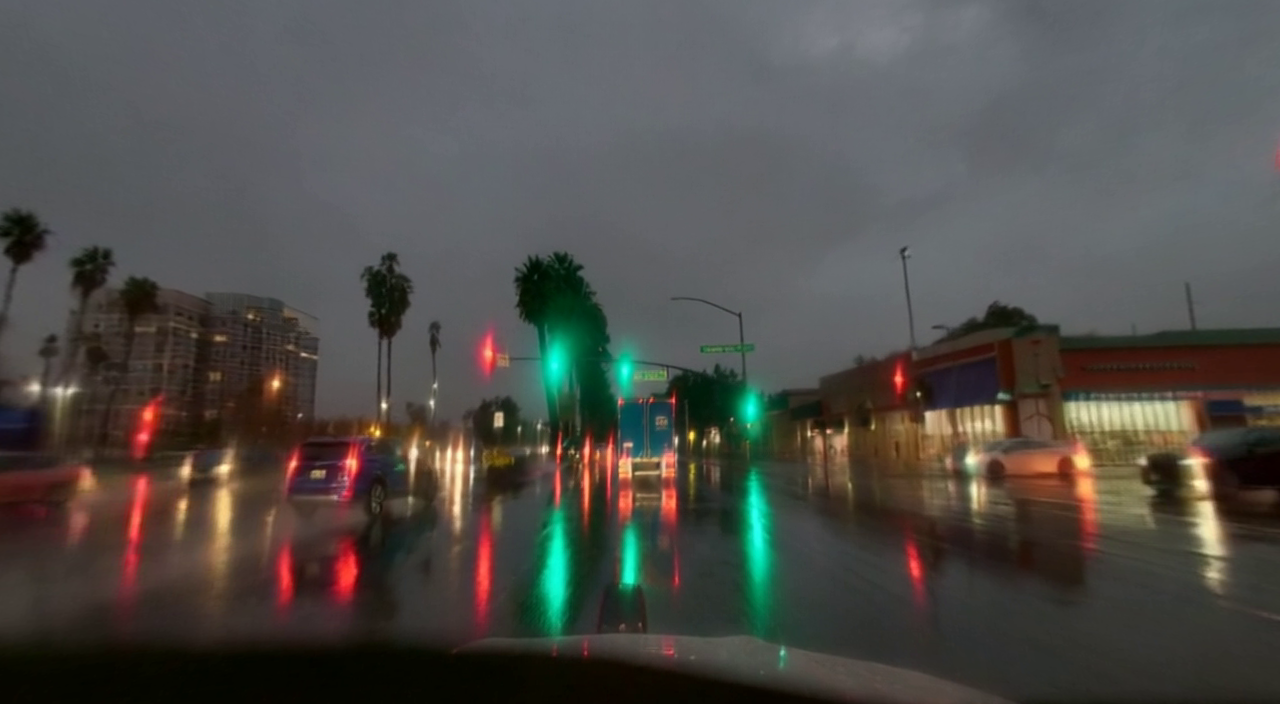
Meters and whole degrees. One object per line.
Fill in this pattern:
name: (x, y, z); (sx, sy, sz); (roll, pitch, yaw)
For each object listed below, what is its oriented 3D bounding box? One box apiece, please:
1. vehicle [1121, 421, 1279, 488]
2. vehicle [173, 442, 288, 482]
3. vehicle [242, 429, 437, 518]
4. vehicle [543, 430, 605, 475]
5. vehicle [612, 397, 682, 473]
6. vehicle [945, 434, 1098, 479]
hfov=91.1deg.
vehicle: (16.891, 2.847, 17.597); (5.039, 1.744, 2.043); (0, -8, 0)
vehicle: (-17.744, 4.764, 27.507); (1.922, 1.575, 4.620); (0, -8, 0)
vehicle: (-6.381, 2.621, 14.132); (2.045, 1.630, 4.680); (0, -8, 0)
vehicle: (-2.886, 4.564, 28.701); (2.178, 1.826, 4.933); (0, -8, 1)
vehicle: (0.306, 4.071, 30.422); (2.993, 3.235, 6.692); (0, -8, 0)
vehicle: (14.665, 4.065, 24.357); (4.568, 1.485, 1.936); (-2, -11, 0)
